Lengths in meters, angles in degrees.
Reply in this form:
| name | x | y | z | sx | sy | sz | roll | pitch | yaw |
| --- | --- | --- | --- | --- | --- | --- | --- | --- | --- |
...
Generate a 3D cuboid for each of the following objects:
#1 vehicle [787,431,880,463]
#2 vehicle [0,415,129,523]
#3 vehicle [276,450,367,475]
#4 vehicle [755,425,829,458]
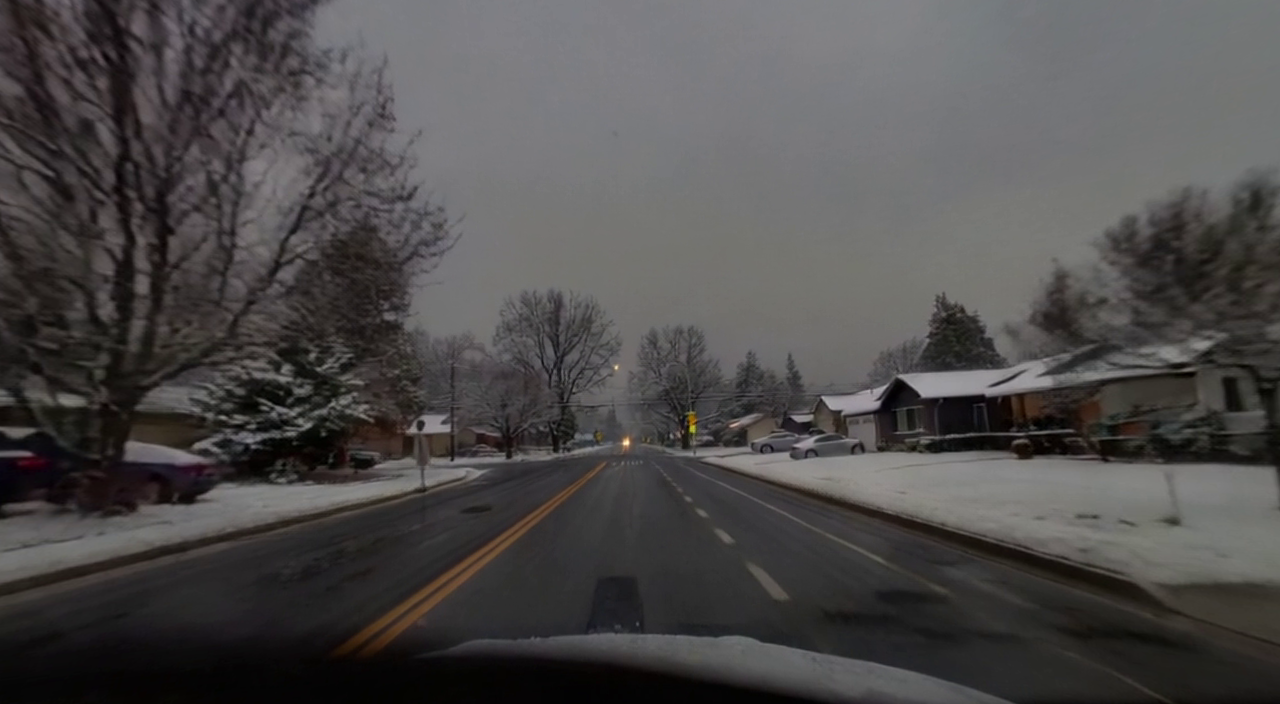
| name | x | y | z | sx | sy | sz | roll | pitch | yaw |
| --- | --- | --- | --- | --- | --- | --- | --- | --- | --- |
| vehicle | 10.880 | 5.362 | 35.757 | 4.493 | 1.493 | 1.926 | -3 | -8 | -4 |
| vehicle | -12.760 | 2.144 | 11.837 | 4.549 | 1.802 | 2.081 | 0 | -8 | 2 |
| vehicle | -18.976 | 6.600 | 37.780 | 4.440 | 1.445 | 1.919 | -1 | -8 | 5 |
| vehicle | 10.685 | 6.324 | 44.685 | 4.459 | 1.696 | 2.361 | -7 | -8 | -2 |
